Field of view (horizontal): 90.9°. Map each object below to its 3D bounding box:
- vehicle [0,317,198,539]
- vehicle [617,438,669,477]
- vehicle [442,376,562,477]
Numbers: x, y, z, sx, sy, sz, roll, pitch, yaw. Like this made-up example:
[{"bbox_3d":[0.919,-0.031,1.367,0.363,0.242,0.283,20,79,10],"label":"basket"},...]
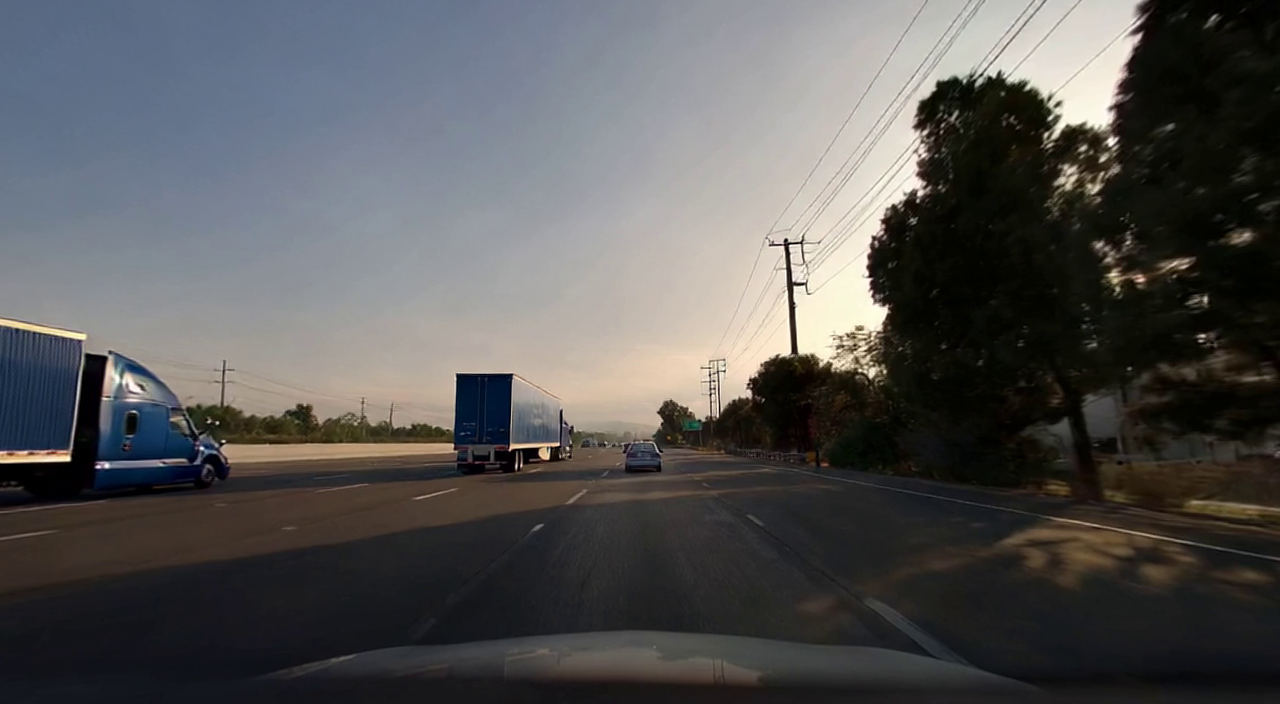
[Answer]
[{"bbox_3d":[-10.607,0.959,8.097,2.896,3.140,9.491,0,-8,0],"label":"vehicle"},{"bbox_3d":[0.087,4.499,27.164,2.055,1.514,4.323,0,-8,0],"label":"vehicle"},{"bbox_3d":[-6.516,4.132,33.198,2.907,4.081,15.311,0,-8,0],"label":"vehicle"}]
